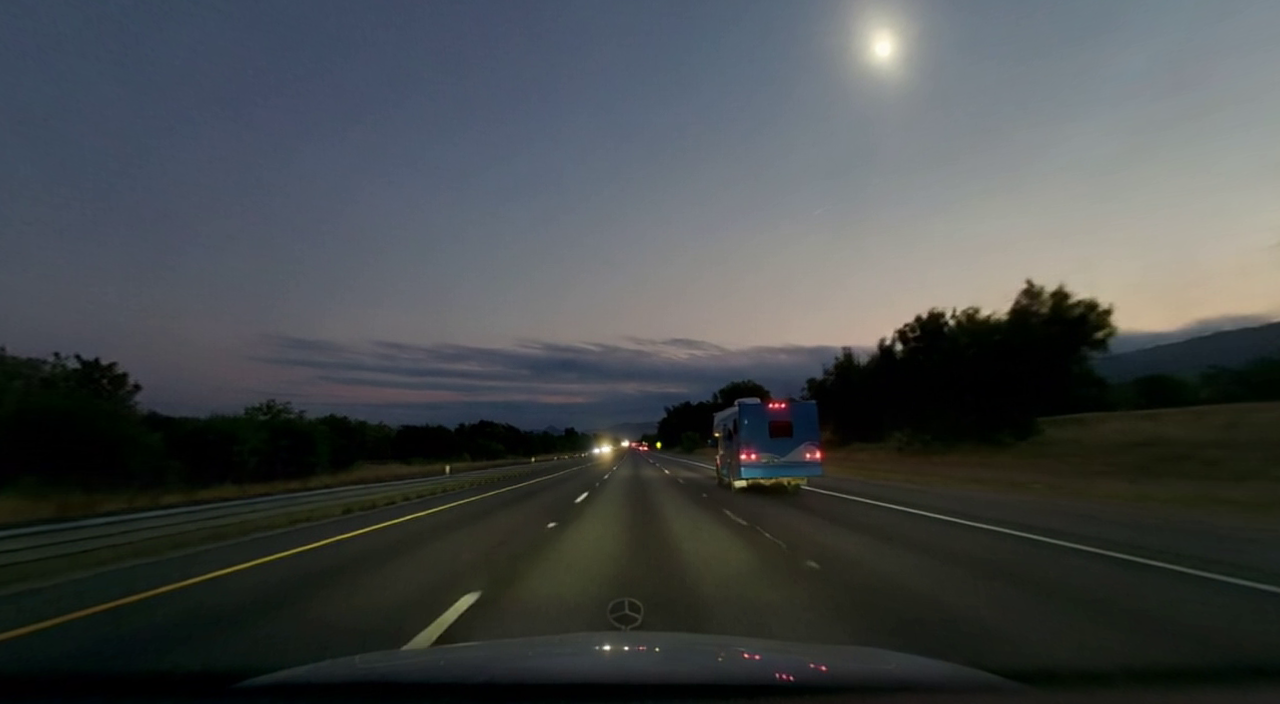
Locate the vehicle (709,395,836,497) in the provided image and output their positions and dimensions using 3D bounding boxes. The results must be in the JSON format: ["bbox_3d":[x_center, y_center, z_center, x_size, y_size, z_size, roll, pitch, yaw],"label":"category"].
[{"bbox_3d":[3.967,3.057,20.430,2.556,2.763,6.287,0,-9,-2],"label":"vehicle"}]
